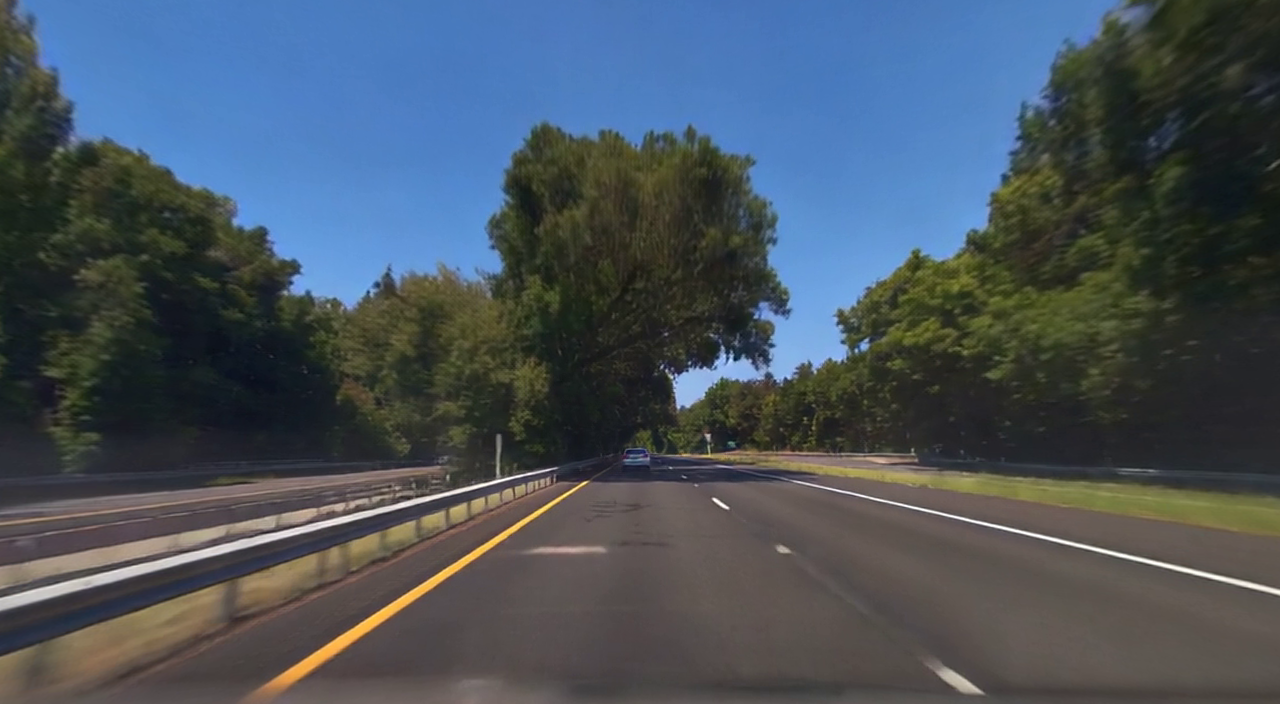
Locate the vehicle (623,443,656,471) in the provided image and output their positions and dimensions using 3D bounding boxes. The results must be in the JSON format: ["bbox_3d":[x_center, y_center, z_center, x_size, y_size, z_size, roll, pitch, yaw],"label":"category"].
[{"bbox_3d":[-0.059,6.655,40.007,1.987,1.658,3.620,0,-9,-1],"label":"vehicle"}]
